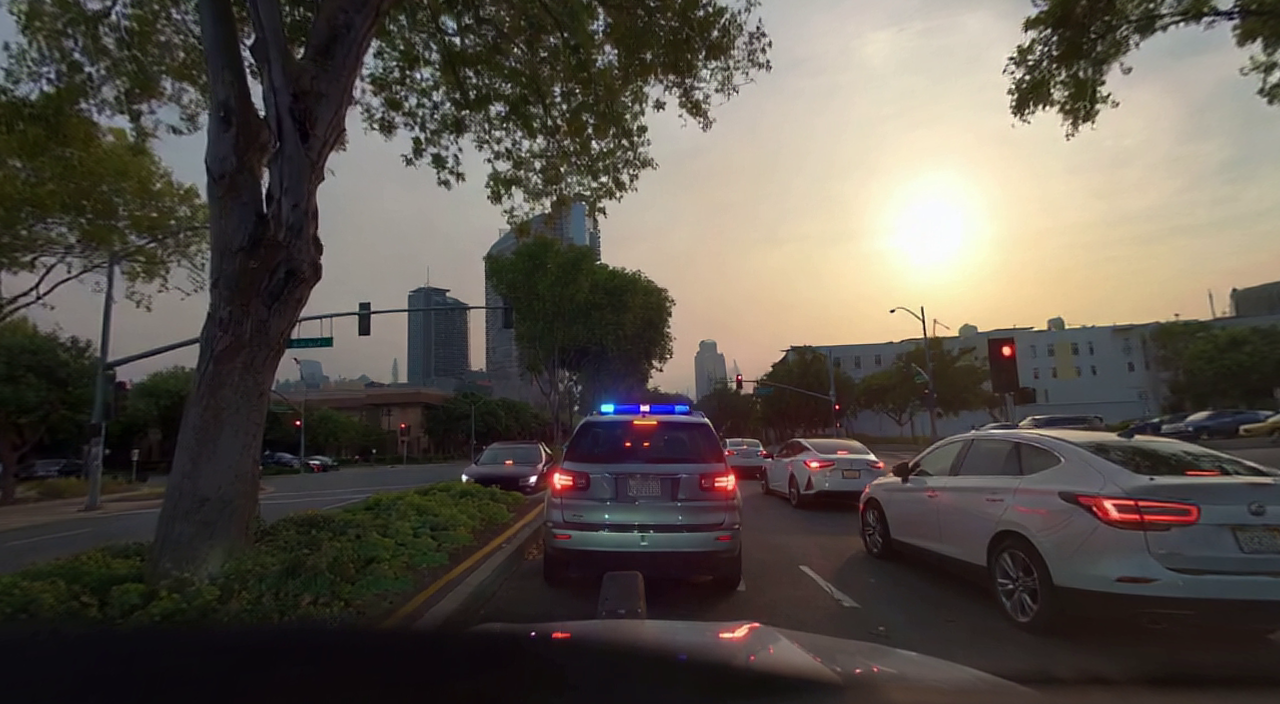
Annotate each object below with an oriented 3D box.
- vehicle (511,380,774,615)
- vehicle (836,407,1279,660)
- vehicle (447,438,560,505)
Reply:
[{"bbox_3d":[-0.029,1.456,7.256,2.038,1.819,4.505,0,-8,-1],"label":"vehicle"},{"bbox_3d":[3.650,1.409,6.078,1.995,1.483,4.533,0,-8,-1],"label":"vehicle"},{"bbox_3d":[-3.306,2.977,16.209,1.913,1.464,4.276,0,-8,0],"label":"vehicle"}]
